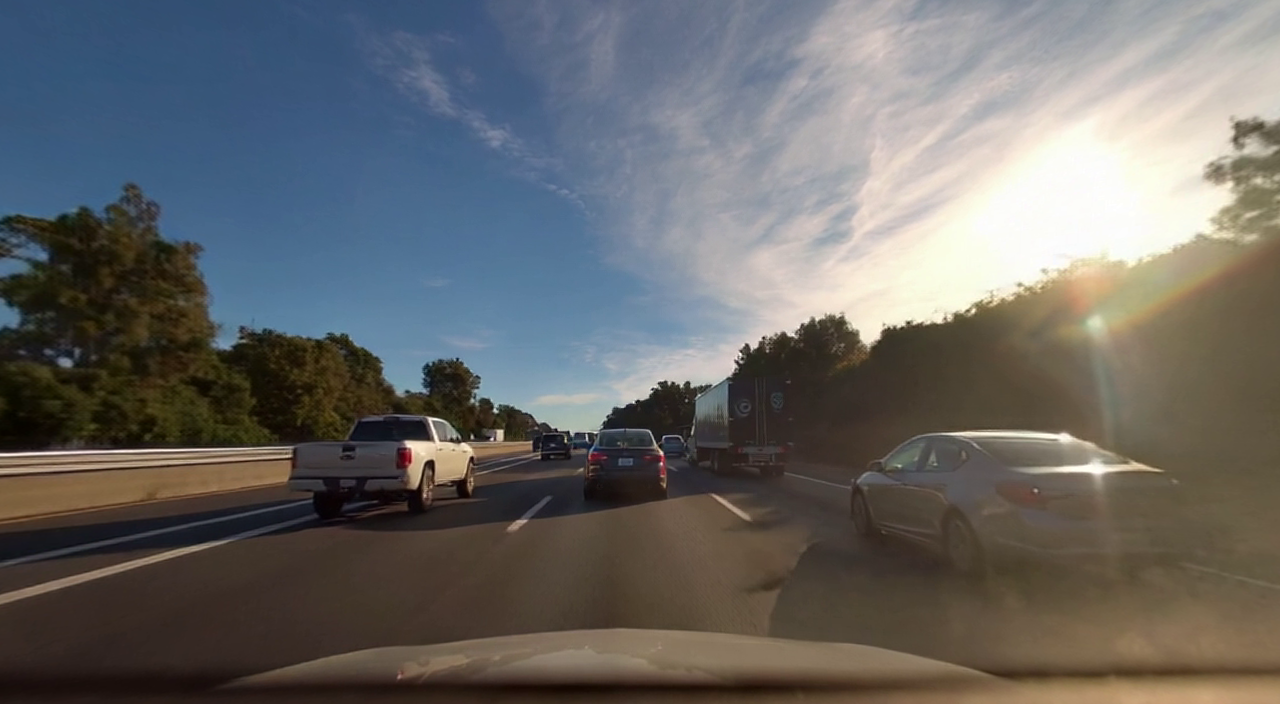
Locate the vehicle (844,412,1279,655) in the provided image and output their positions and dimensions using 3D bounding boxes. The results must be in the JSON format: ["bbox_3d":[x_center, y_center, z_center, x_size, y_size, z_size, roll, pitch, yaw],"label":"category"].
[{"bbox_3d":[3.598,1.386,5.926,1.951,1.477,3.963,0,-8,-1],"label":"vehicle"}]

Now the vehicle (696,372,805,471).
[{"bbox_3d":[5.279,3.869,33.648,2.888,4.135,14.071,0,-8,-2],"label":"vehicle"}]

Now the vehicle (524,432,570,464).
[{"bbox_3d":[-5.086,5.304,34.891,1.971,1.648,3.983,0,-8,-1],"label":"vehicle"}]

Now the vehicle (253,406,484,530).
[{"bbox_3d":[-4.466,1.978,11.412,2.101,1.767,4.702,0,-8,0],"label":"vehicle"}]

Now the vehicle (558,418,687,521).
[{"bbox_3d":[-0.326,2.163,12.159,2.083,1.647,3.799,0,-8,-1],"label":"vehicle"}]
